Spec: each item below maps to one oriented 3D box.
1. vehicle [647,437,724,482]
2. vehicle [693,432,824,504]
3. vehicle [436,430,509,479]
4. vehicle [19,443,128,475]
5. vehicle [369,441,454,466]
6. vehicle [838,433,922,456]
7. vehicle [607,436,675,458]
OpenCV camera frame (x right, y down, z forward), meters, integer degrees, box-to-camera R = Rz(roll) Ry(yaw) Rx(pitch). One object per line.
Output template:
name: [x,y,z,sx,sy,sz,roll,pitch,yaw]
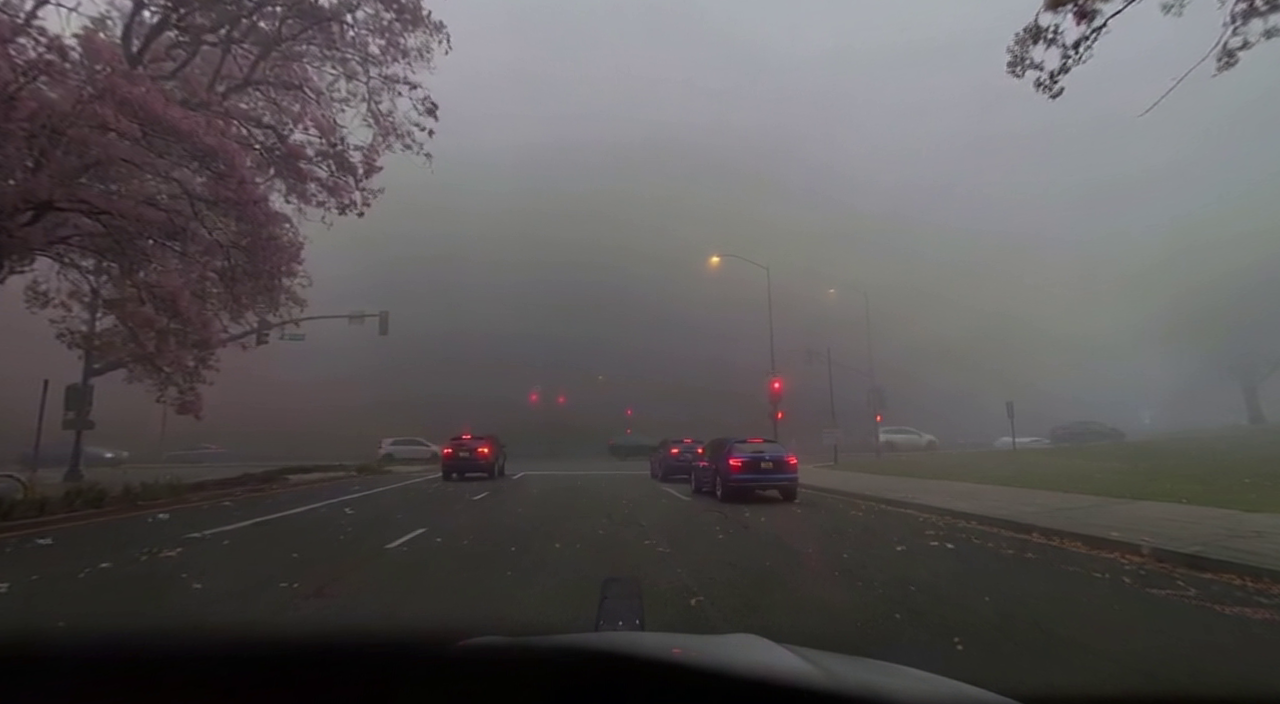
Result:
vehicle: [1.515,3.822,22.778,2.007,1.466,4.291,1,-9,-6]
vehicle: [2.733,2.797,15.703,2.019,1.518,4.285,1,-9,-6]
vehicle: [-6.438,3.982,24.780,1.995,1.703,4.367,1,-8,-5]
vehicle: [-32.785,6.178,36.651,4.263,1.769,1.870,1,-8,-6]
vehicle: [-14.049,6.263,39.022,4.526,1.452,1.920,1,-8,-6]
vehicle: [16.031,6.170,42.273,4.829,1.470,1.874,1,-8,-6]
vehicle: [0.011,6.615,43.899,4.549,1.439,1.794,1,-8,-6]
